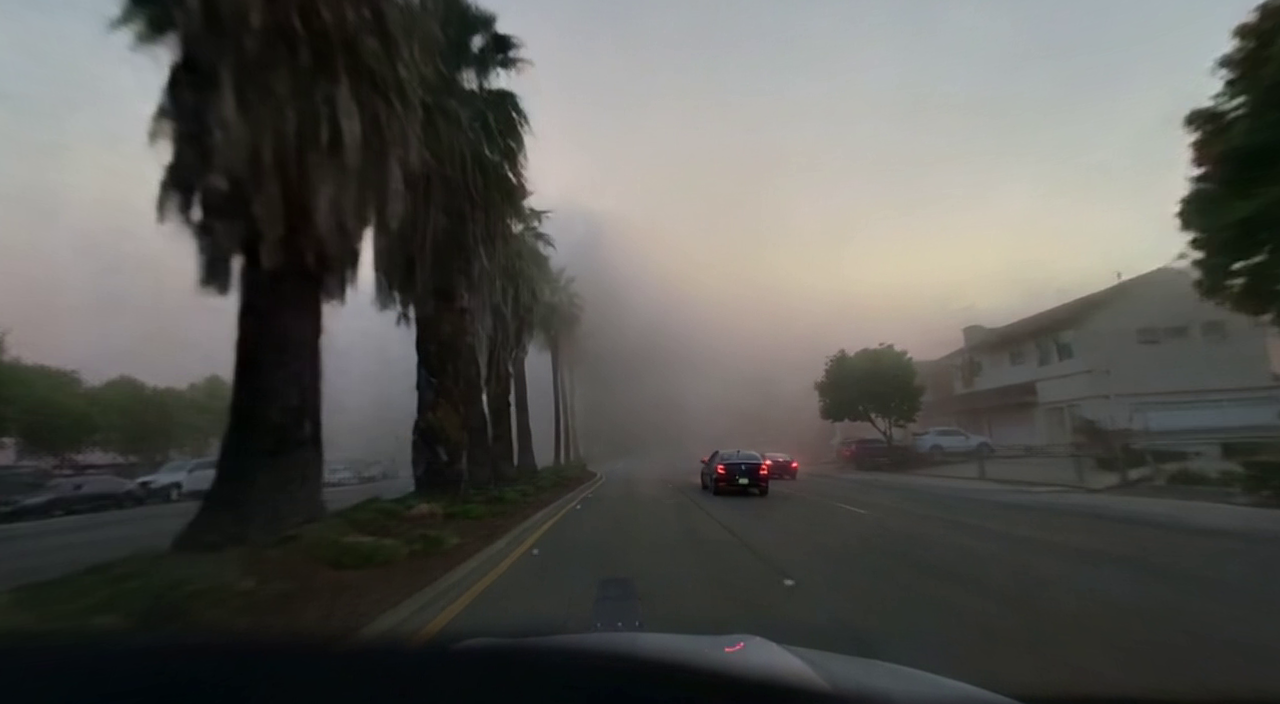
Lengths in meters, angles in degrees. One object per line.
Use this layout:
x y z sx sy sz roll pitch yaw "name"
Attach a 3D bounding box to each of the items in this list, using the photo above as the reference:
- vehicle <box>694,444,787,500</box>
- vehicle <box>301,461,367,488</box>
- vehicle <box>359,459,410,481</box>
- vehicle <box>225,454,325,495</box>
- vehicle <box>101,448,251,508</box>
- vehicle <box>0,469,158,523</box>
2.903 3.595 19.359 1.989 1.492 4.689 0 -9 -1 "vehicle"
-19.199 7.661 39.900 1.836 1.476 4.950 0 -9 -1 "vehicle"
-19.253 8.912 47.838 1.897 1.482 4.707 0 -9 0 "vehicle"
-19.226 6.440 33.634 2.056 1.946 5.498 0 -9 -1 "vehicle"
-19.252 5.186 26.628 2.344 2.232 5.170 0 -9 -1 "vehicle"
-18.812 4.728 21.173 1.828 1.472 4.464 0 -9 -1 "vehicle"
